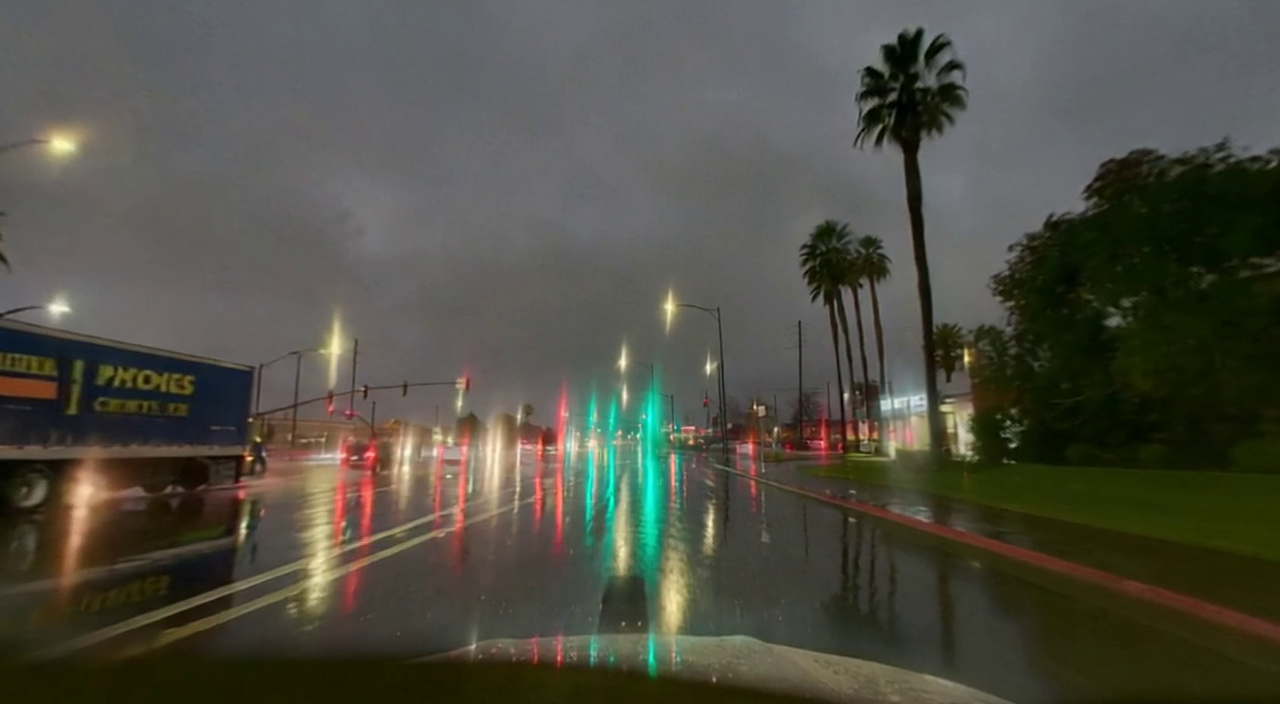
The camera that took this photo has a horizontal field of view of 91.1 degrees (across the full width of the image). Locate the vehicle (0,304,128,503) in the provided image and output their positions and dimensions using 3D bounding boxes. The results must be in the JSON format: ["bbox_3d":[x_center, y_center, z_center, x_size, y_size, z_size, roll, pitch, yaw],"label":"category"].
[{"bbox_3d":[-15.075,0.326,8.197,2.961,4.167,16.429,0,-9,0],"label":"vehicle"}]

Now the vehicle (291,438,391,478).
[{"bbox_3d":[-11.899,4.221,25.327,1.900,1.462,4.225,0,-9,1],"label":"vehicle"}]

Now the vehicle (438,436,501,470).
[{"bbox_3d":[-8.507,5.084,31.683,1.977,1.584,3.983,0,-9,1],"label":"vehicle"}]

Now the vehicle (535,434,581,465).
[{"bbox_3d":[-4.912,5.908,38.164,2.114,1.784,4.450,0,-9,1],"label":"vehicle"}]
